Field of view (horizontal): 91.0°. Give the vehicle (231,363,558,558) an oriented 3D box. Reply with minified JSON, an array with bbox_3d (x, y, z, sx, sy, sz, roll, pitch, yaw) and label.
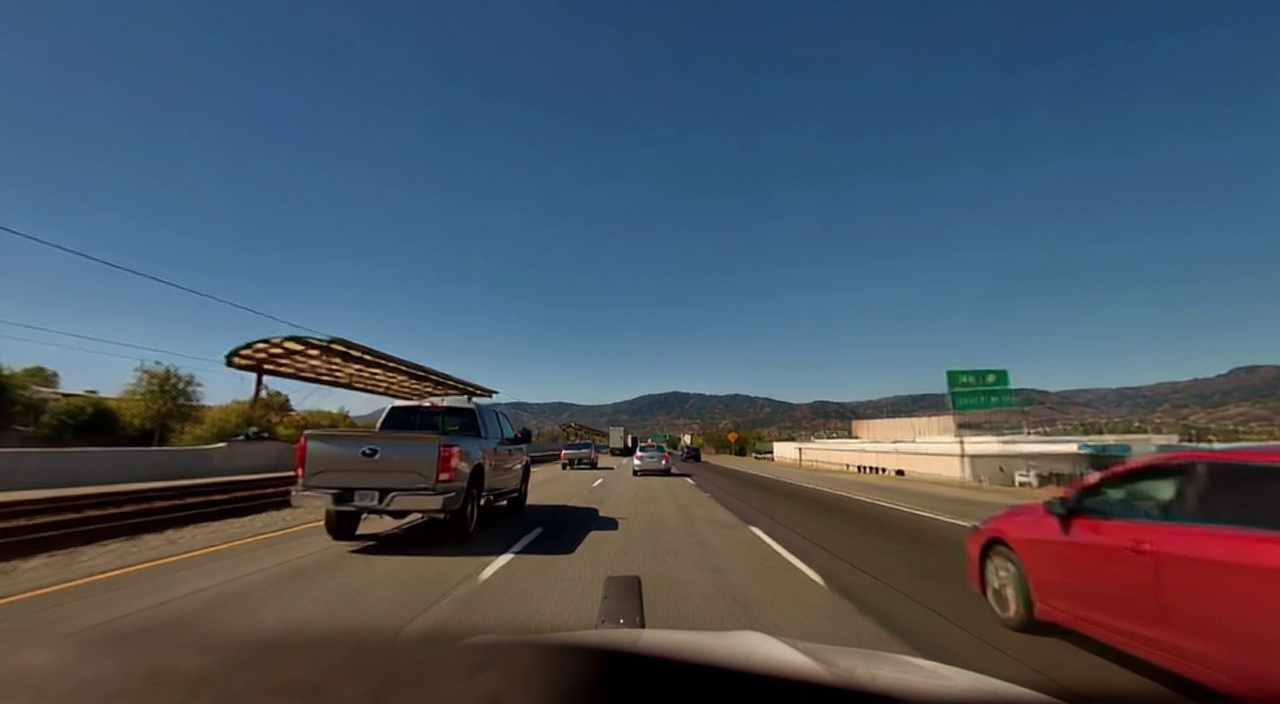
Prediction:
[{"bbox_3d":[-3.282,1.740,10.760,2.733,2.230,6.820,0,-8,1],"label":"vehicle"}]

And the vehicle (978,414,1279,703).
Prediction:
[{"bbox_3d":[3.644,1.009,2.462,2.023,1.510,4.773,0,-8,0],"label":"vehicle"}]

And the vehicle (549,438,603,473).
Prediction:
[{"bbox_3d":[-3.167,5.239,32.186,2.151,1.613,4.786,0,-8,1],"label":"vehicle"}]

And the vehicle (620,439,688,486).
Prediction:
[{"bbox_3d":[0.452,3.851,22.299,2.171,1.493,4.081,0,-8,0],"label":"vehicle"}]
